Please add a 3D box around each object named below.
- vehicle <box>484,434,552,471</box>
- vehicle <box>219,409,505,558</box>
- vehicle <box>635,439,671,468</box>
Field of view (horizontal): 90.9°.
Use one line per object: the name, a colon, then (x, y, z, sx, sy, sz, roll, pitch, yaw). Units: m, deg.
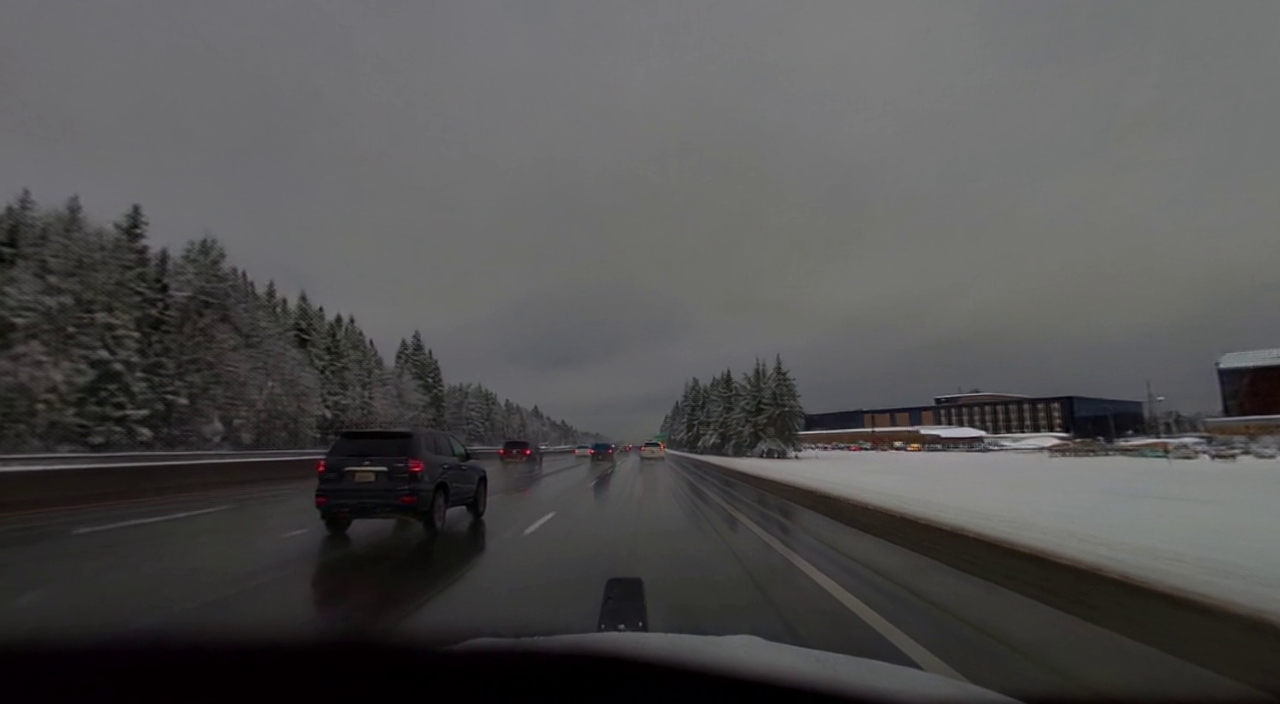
vehicle: (-6.732, 5.628, 35.537, 2.521, 1.901, 5.988, 0, -8, 1)
vehicle: (-3.783, 1.898, 9.868, 2.136, 1.718, 4.873, 0, -8, 2)
vehicle: (0.783, 6.428, 40.158, 2.135, 1.697, 4.757, 0, -8, 0)
